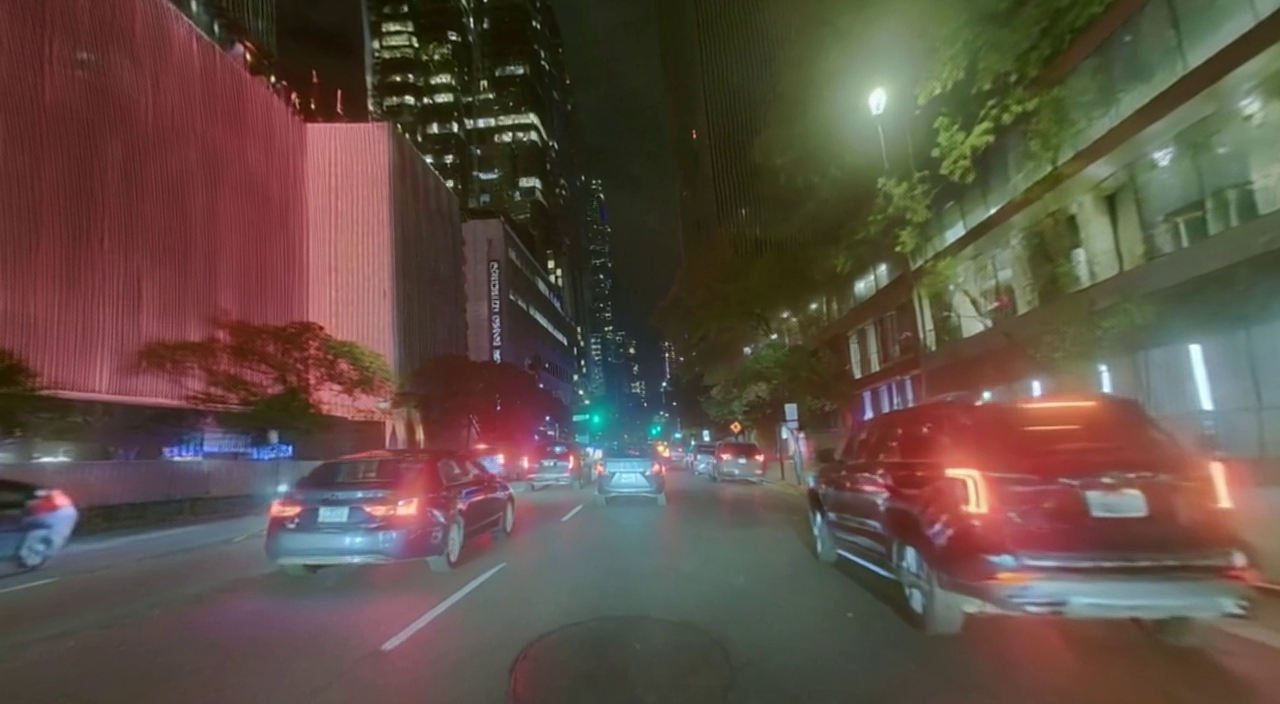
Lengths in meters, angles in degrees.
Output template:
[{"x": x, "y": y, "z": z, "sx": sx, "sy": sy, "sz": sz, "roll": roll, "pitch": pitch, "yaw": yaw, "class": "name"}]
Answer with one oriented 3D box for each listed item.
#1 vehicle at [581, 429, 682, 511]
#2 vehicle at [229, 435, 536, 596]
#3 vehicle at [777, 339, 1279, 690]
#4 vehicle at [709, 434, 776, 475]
[{"x": -0.091, "y": 2.700, "z": 14.983, "sx": 2.076, "sy": 1.667, "sz": 3.948, "roll": 0, "pitch": -8, "yaw": 2, "class": "vehicle"}, {"x": -2.788, "y": 1.838, "z": 8.162, "sx": 1.940, "sy": 1.481, "sz": 4.376, "roll": 0, "pitch": -8, "yaw": 3, "class": "vehicle"}, {"x": 2.989, "y": 1.225, "z": 5.987, "sx": 2.352, "sy": 1.953, "sz": 4.798, "roll": 0, "pitch": -8, "yaw": 1, "class": "vehicle"}, {"x": 3.967, "y": 4.006, "z": 25.116, "sx": 2.065, "sy": 1.461, "sz": 4.181, "roll": 0, "pitch": -7, "yaw": 1, "class": "vehicle"}]
